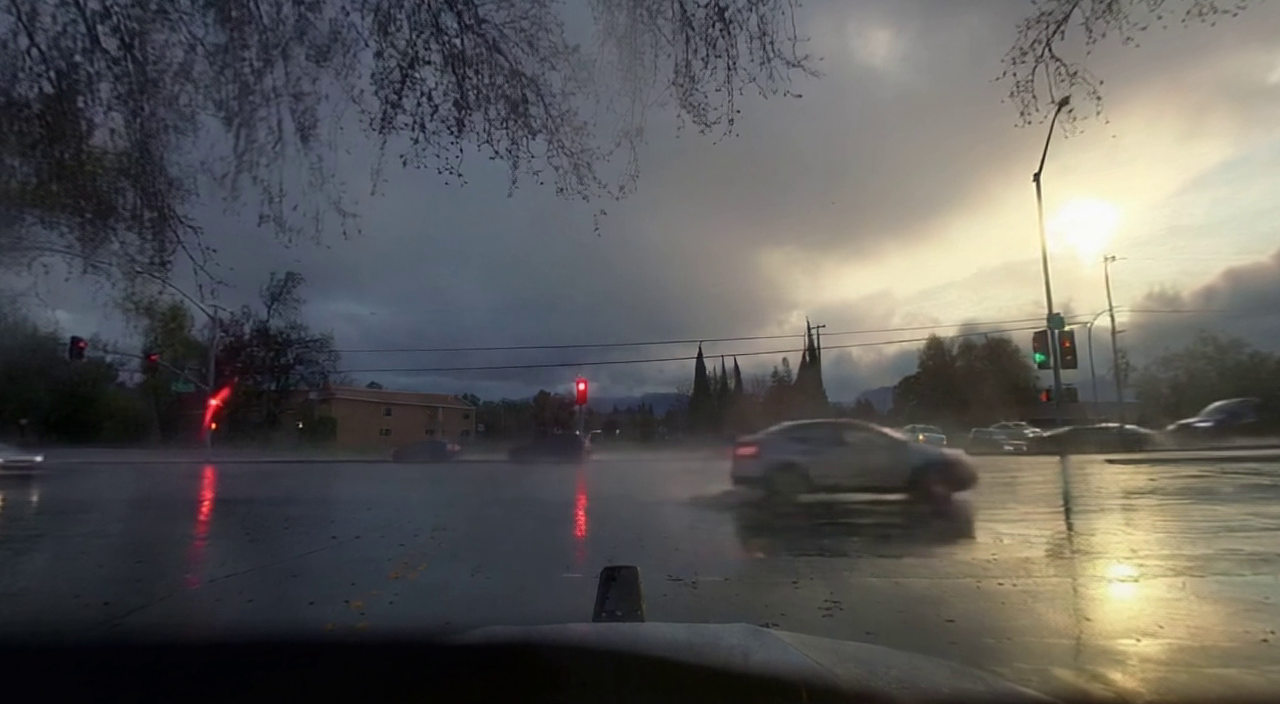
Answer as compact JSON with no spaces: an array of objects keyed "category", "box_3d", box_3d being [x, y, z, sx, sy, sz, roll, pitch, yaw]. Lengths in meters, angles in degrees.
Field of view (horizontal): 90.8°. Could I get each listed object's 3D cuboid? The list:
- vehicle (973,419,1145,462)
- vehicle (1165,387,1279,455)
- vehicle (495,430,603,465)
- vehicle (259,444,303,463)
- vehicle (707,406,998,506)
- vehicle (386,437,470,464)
[{"category":"vehicle","box_3d":[15.020,3.218,22.943,4.749,1.461,1.892,-1,-9,9]},{"category":"vehicle","box_3d":[31.206,3.418,31.005,7.790,3.197,2.653,-2,-9,11]},{"category":"vehicle","box_3d":[-4.315,4.569,30.363,4.677,1.593,2.029,-2,-9,11]},{"category":"vehicle","box_3d":[-28.062,7.913,49.561,2.235,1.417,4.272,3,-9,-20]},{"category":"vehicle","box_3d":[3.911,2.019,12.470,4.959,1.715,2.162,-2,-9,11]},{"category":"vehicle","box_3d":[-12.907,6.009,38.578,4.488,1.536,1.849,-2,-9,10]}]
